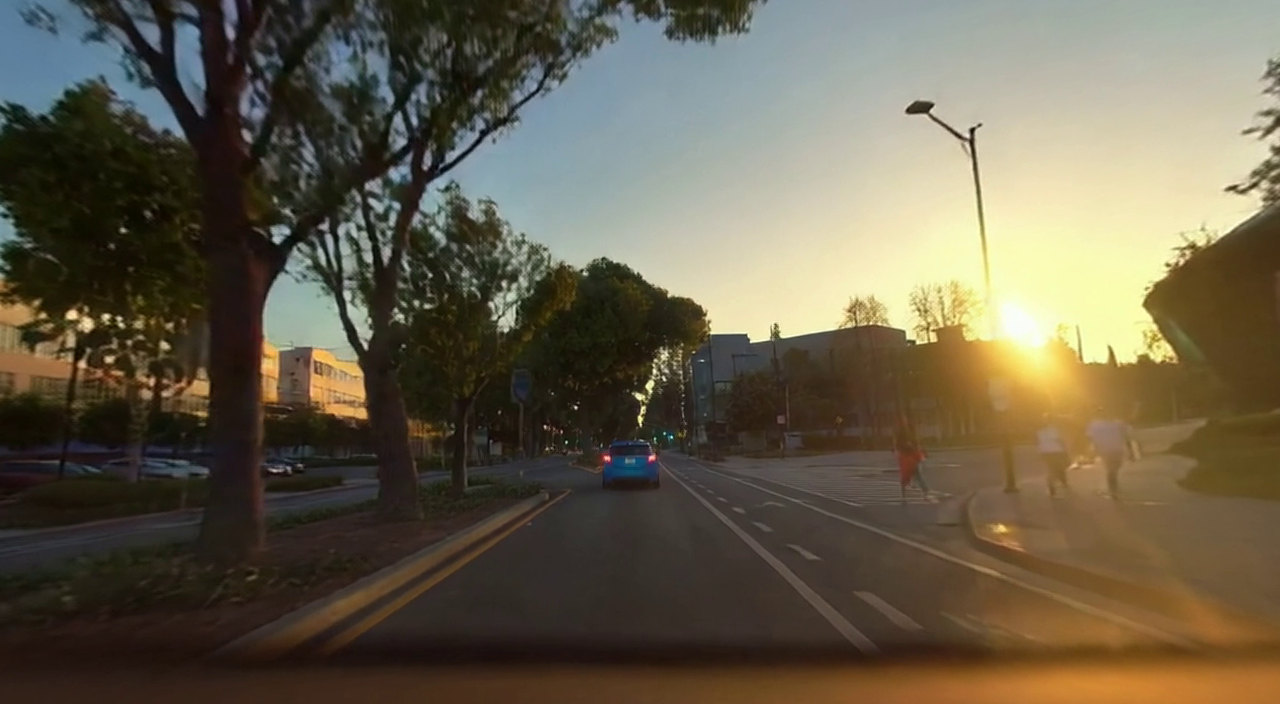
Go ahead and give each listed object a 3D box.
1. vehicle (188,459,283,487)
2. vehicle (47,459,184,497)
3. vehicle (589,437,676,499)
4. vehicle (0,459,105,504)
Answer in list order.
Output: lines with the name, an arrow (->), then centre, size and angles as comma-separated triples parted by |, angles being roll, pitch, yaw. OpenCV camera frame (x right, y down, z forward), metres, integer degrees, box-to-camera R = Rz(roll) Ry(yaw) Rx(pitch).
vehicle -> -22.973, 6.874, 36.024 | 4.086, 1.478, 1.844 | 0, -8, -4
vehicle -> -23.242, 5.578, 28.155 | 4.204, 1.522, 1.998 | 0, -9, -3
vehicle -> -0.215, 3.308, 18.457 | 2.221, 1.570, 4.398 | 0, -8, -1
vehicle -> -22.803, 4.746, 23.373 | 4.038, 1.531, 2.015 | 1, -9, -2
